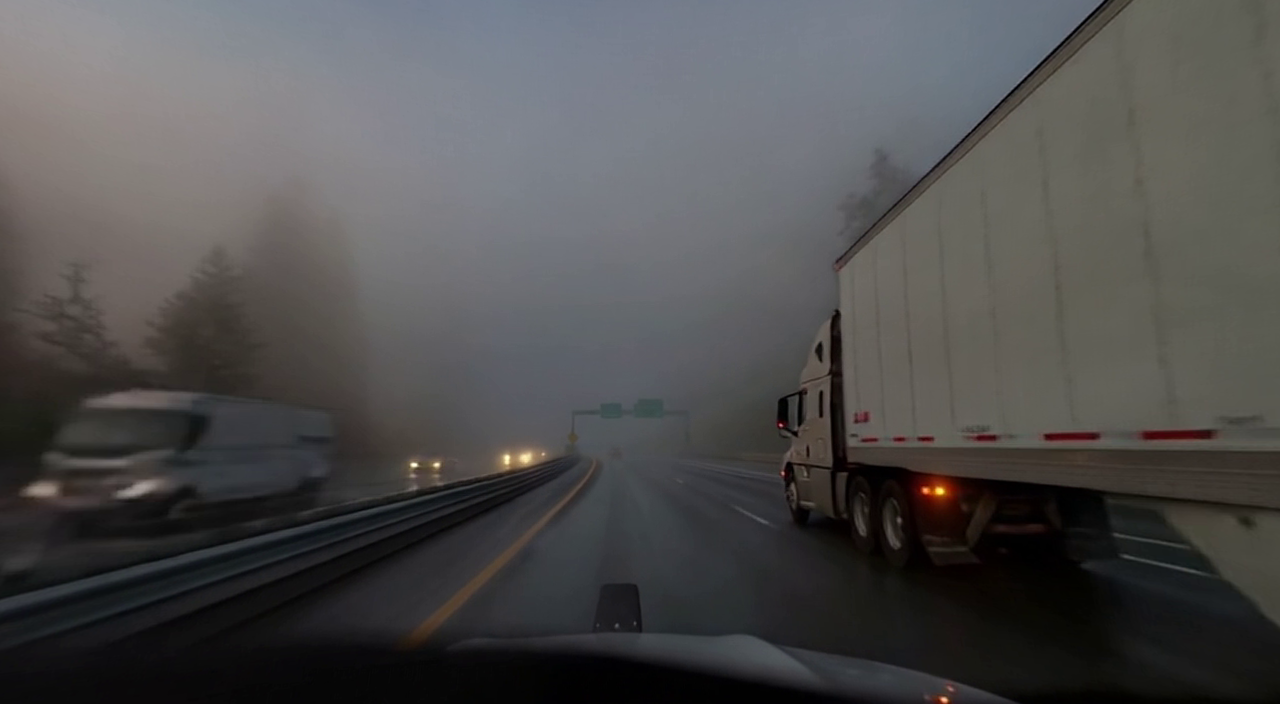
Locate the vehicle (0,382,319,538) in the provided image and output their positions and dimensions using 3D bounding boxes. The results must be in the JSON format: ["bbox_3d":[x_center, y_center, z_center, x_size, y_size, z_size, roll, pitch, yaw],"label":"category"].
[{"bbox_3d":[-9.586,2.210,13.272,2.491,2.522,5.985,0,-9,-1],"label":"vehicle"}]

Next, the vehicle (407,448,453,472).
[{"bbox_3d":[-15.057,7.730,45.119,1.928,1.599,4.549,0,-9,-2],"label":"vehicle"}]

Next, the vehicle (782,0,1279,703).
[{"bbox_3d":[4.433,0.324,7.237,3.016,3.971,10.405,0,-9,0],"label":"vehicle"}]
